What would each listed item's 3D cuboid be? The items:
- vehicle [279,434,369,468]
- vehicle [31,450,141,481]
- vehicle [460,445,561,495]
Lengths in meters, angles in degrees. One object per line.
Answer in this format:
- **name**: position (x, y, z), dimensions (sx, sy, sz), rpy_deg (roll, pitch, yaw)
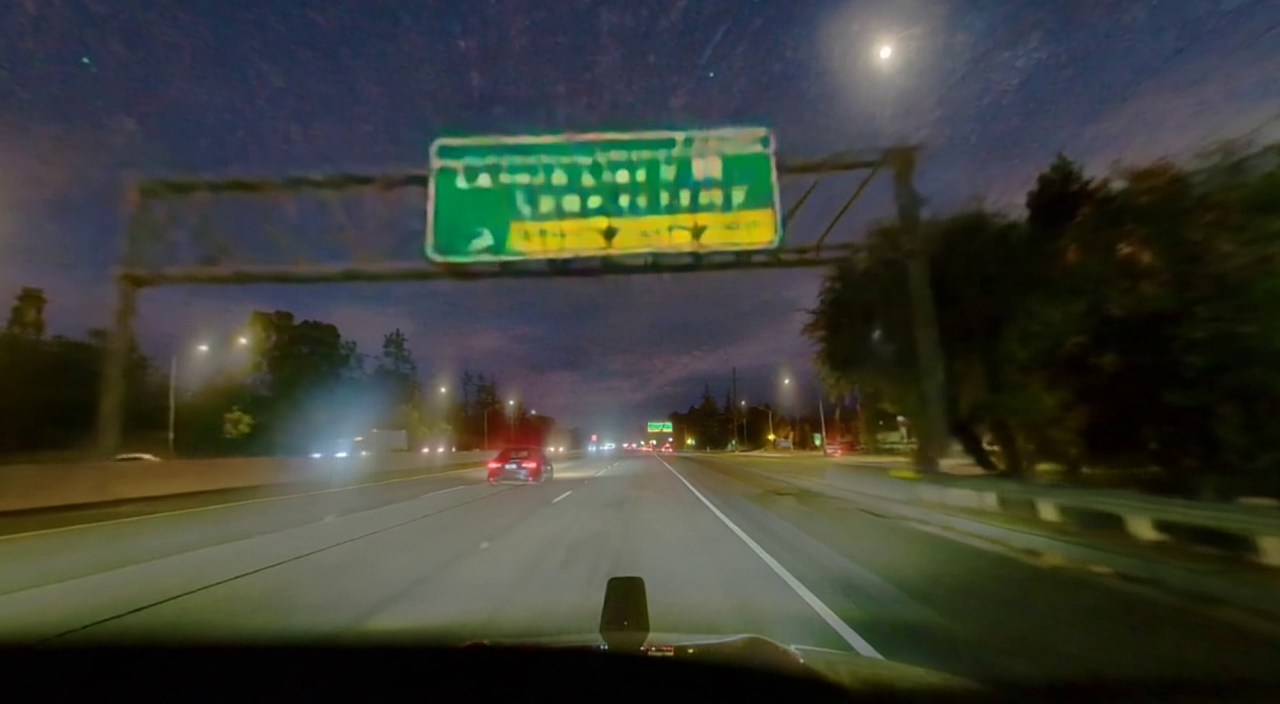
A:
- **vehicle**: position (-18.308, 5.789, 36.950), dimensions (2.287, 1.829, 5.763), rpy_deg (0, -9, 0)
- **vehicle**: position (-29.633, 6.070, 33.951), dimensions (1.838, 1.497, 4.494), rpy_deg (0, -9, 0)
- **vehicle**: position (-3.817, 3.573, 19.517), dimensions (2.048, 1.368, 4.613), rpy_deg (0, -9, 1)
